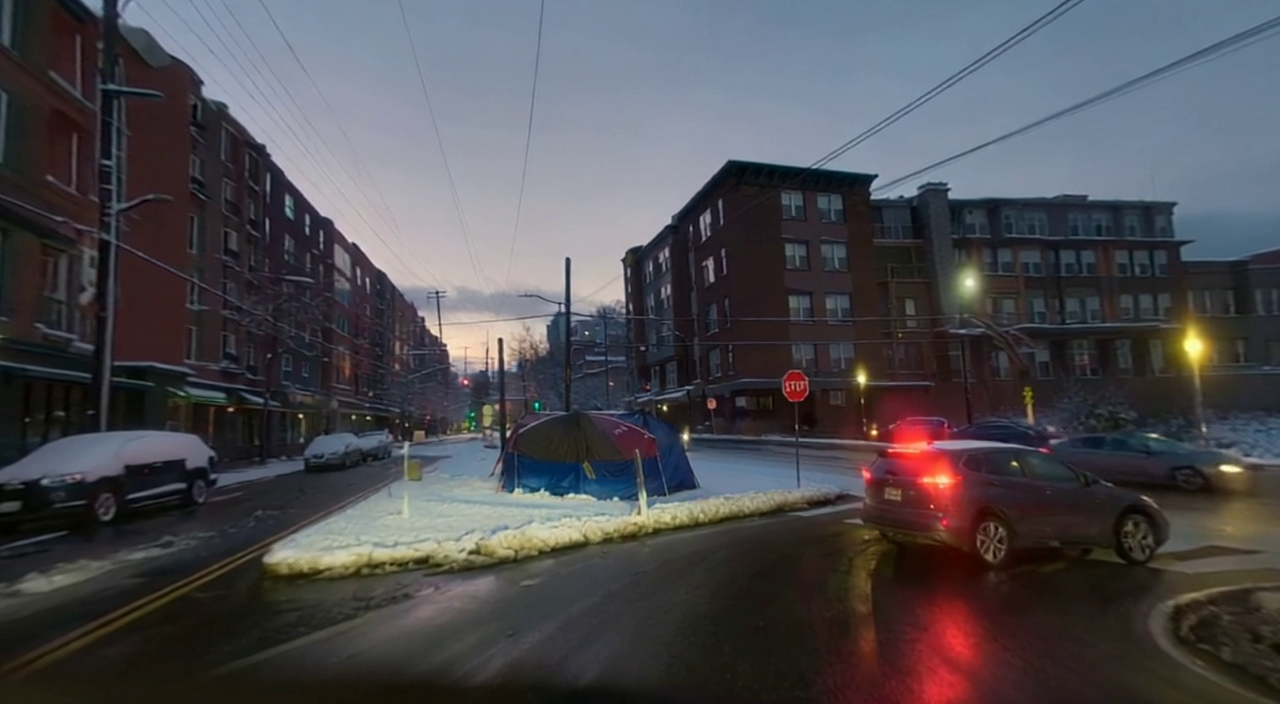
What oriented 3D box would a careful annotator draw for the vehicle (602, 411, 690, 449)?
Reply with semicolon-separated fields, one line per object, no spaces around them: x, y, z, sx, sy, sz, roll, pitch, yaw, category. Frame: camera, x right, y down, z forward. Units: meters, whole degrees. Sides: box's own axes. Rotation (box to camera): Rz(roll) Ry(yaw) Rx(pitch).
0.236;4.512;36.170;2.152;1.970;5.506;5;-10;-35;vehicle

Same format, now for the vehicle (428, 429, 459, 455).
-14.364;6.538;46.038;1.987;1.686;3.971;0;-8;-19;vehicle

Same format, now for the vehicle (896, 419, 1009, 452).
14.921;4.043;30.367;1.790;1.468;4.422;6;-10;-38;vehicle

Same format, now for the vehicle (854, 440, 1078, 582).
5.175;2.215;9.771;1.945;1.647;4.160;-8;-11;42;vehicle

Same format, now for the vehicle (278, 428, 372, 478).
-12.898;4.151;26.284;2.054;1.800;5.212;1;-8;-10;vehicle

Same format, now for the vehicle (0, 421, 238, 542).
-10.068;2.333;12.179;1.934;1.798;5.317;1;-8;-10;vehicle

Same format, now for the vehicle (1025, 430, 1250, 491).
14.057;3.052;18.138;1.904;1.498;4.642;6;-10;-38;vehicle
